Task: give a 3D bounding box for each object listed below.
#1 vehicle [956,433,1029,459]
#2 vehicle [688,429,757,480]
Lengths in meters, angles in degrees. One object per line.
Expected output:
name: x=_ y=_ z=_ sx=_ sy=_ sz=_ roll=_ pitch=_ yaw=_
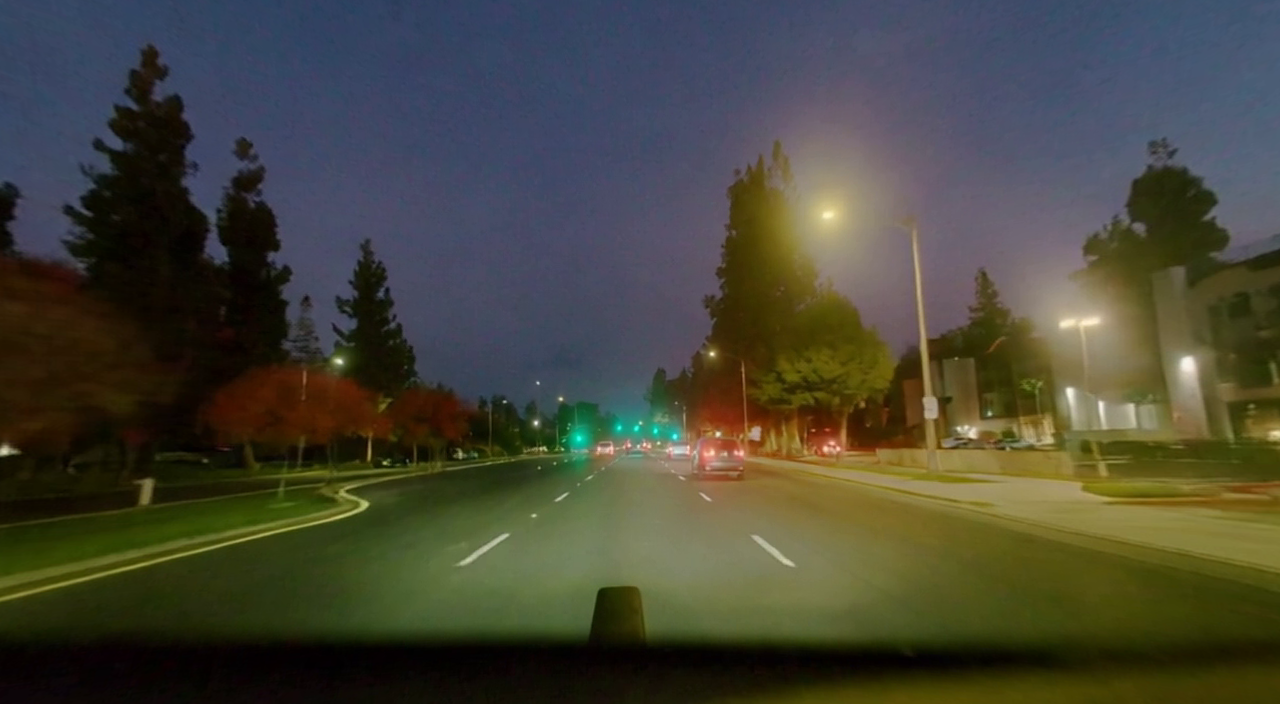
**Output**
vehicle: x=27.818 y=7.437 z=49.949 sx=4.609 sy=1.919 sz=1.985 roll=0 pitch=-8 yaw=-9
vehicle: x=3.126 y=3.990 z=24.949 sx=2.060 sy=1.816 sz=4.343 roll=0 pitch=-8 yaw=-1
